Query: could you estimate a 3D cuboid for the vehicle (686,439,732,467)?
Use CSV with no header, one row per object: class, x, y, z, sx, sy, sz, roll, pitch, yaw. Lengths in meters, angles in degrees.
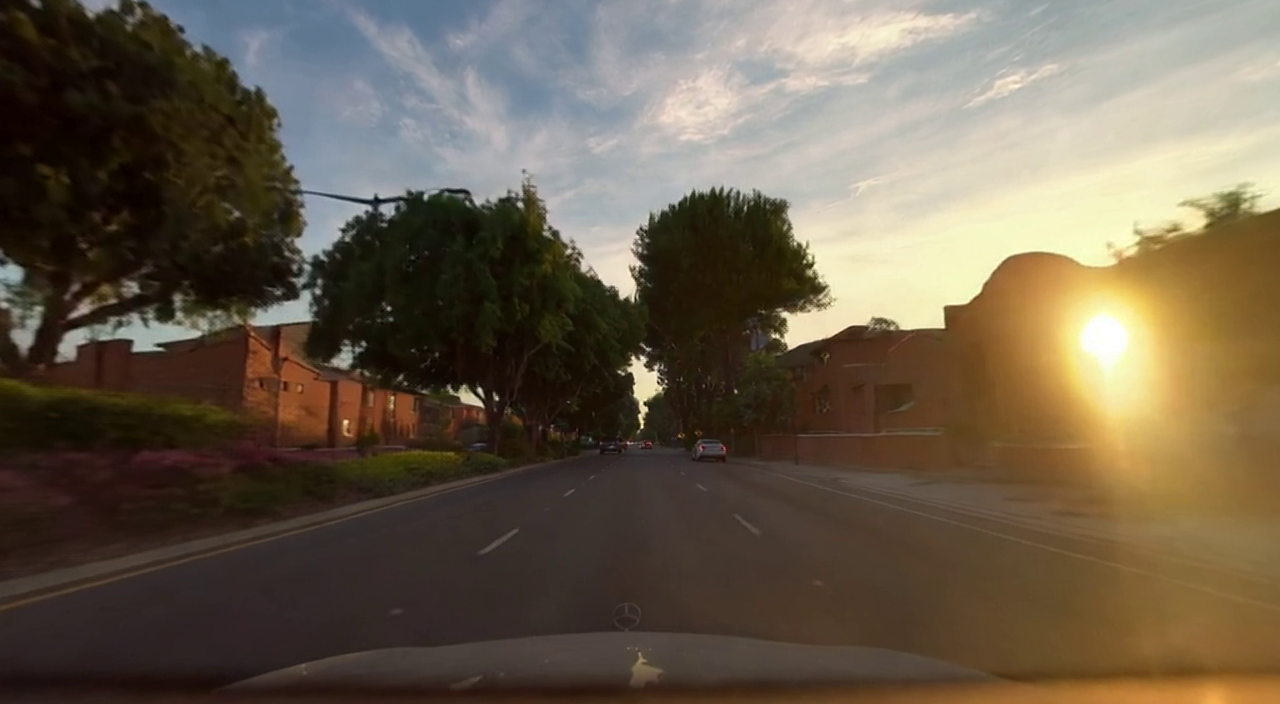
vehicle,4.127,6.151,38.679,2.237,1.578,4.621,0,-8,-1
